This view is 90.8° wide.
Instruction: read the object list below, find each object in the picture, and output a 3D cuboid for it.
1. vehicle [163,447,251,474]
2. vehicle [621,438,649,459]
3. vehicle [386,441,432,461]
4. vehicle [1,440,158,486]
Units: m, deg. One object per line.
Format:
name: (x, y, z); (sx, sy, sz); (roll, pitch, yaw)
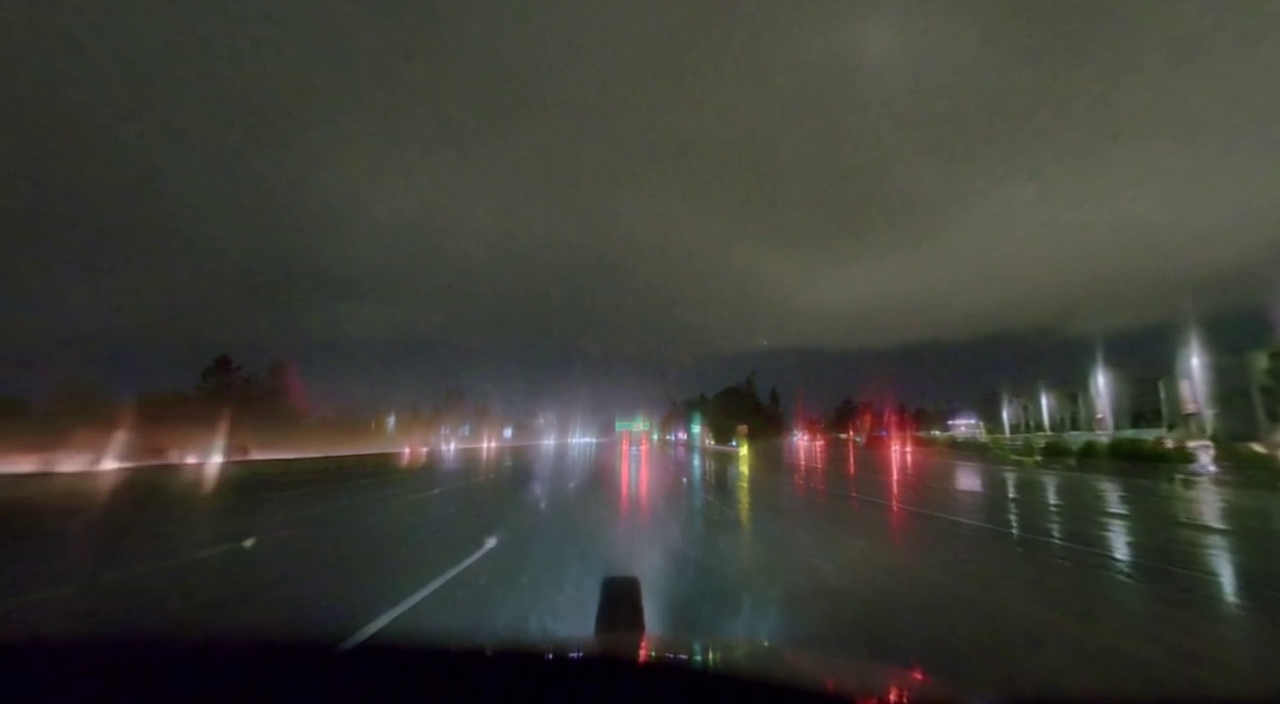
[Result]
vehicle: (-25.368, 6.356, 37.263); (1.870, 1.484, 4.703); (0, -8, 0)
vehicle: (-0.364, 7.165, 47.028); (2.025, 1.460, 4.189); (0, -8, 0)
vehicle: (-17.875, 7.689, 49.153); (1.974, 1.513, 4.348); (0, -9, 0)
vehicle: (-21.599, 4.269, 24.668); (1.947, 1.606, 4.533); (0, -8, -1)
